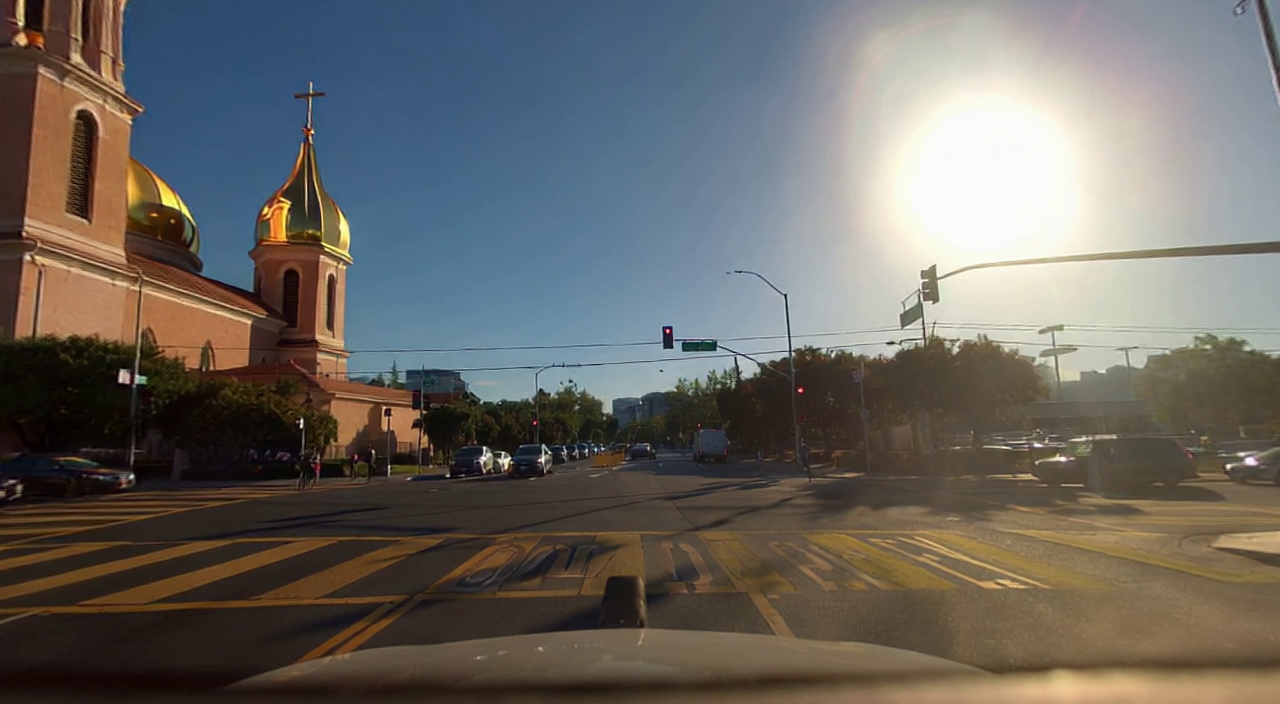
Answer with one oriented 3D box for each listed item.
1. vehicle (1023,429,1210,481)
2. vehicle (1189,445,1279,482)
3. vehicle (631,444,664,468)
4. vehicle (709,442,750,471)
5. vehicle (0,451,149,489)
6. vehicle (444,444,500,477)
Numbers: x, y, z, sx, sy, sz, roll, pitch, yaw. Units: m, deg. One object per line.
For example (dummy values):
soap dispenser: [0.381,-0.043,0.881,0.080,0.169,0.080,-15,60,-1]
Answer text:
vehicle: [19.848,4.304,26.580,5.852,2.057,2.361,0,-8,0]
vehicle: [26.359,4.679,26.688,4.561,1.475,1.850,0,-8,0]
vehicle: [0.641,7.970,48.742,2.051,1.724,4.567,-1,-9,6]
vehicle: [5.799,6.860,41.511,1.969,1.776,4.329,0,-8,-2]
vehicle: [-23.378,4.862,26.203,4.479,1.476,1.873,0,-8,1]
vehicle: [-10.260,6.609,38.940,2.076,1.876,4.669,0,-8,1]
